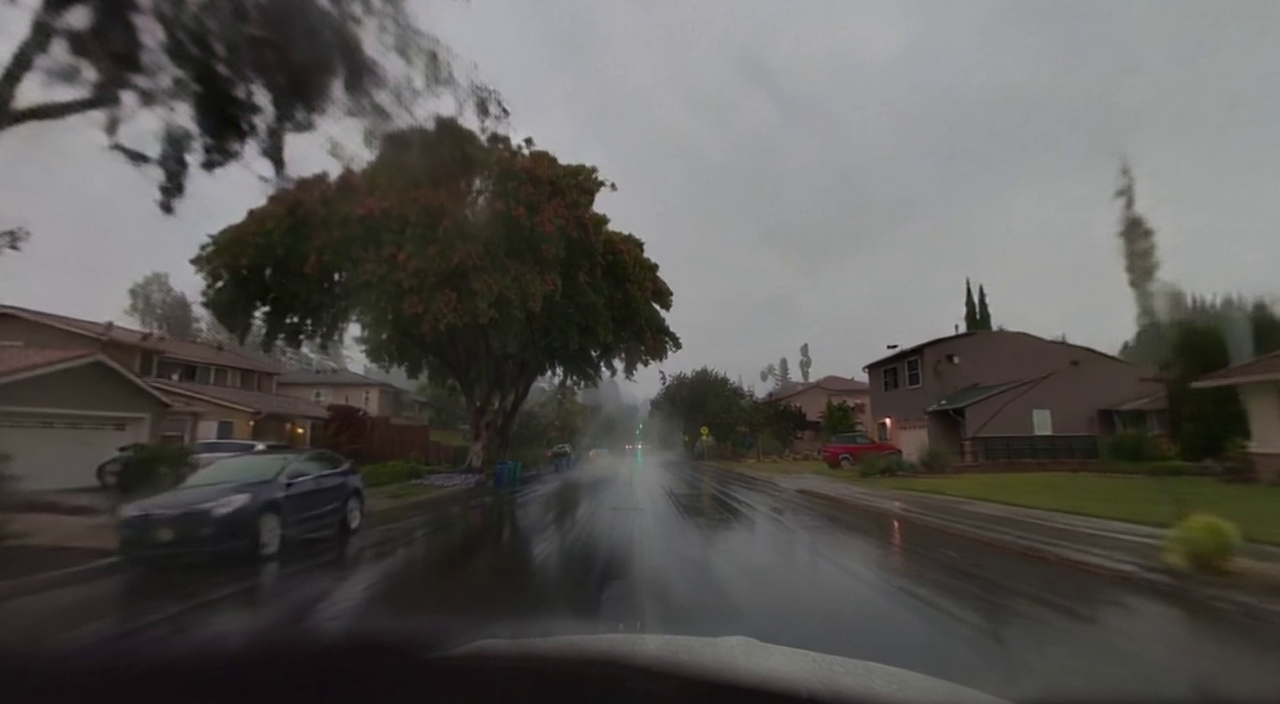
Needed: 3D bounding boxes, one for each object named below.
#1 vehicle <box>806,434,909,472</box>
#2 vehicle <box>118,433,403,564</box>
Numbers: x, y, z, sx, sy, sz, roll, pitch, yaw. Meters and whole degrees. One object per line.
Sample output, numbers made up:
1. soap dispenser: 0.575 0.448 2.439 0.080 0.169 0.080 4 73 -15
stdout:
1. vehicle: 11.311 5.267 33.071 4.626 1.880 1.980 1 -9 -9
2. vehicle: -5.636 2.188 10.192 1.944 1.621 4.187 -1 -9 0
